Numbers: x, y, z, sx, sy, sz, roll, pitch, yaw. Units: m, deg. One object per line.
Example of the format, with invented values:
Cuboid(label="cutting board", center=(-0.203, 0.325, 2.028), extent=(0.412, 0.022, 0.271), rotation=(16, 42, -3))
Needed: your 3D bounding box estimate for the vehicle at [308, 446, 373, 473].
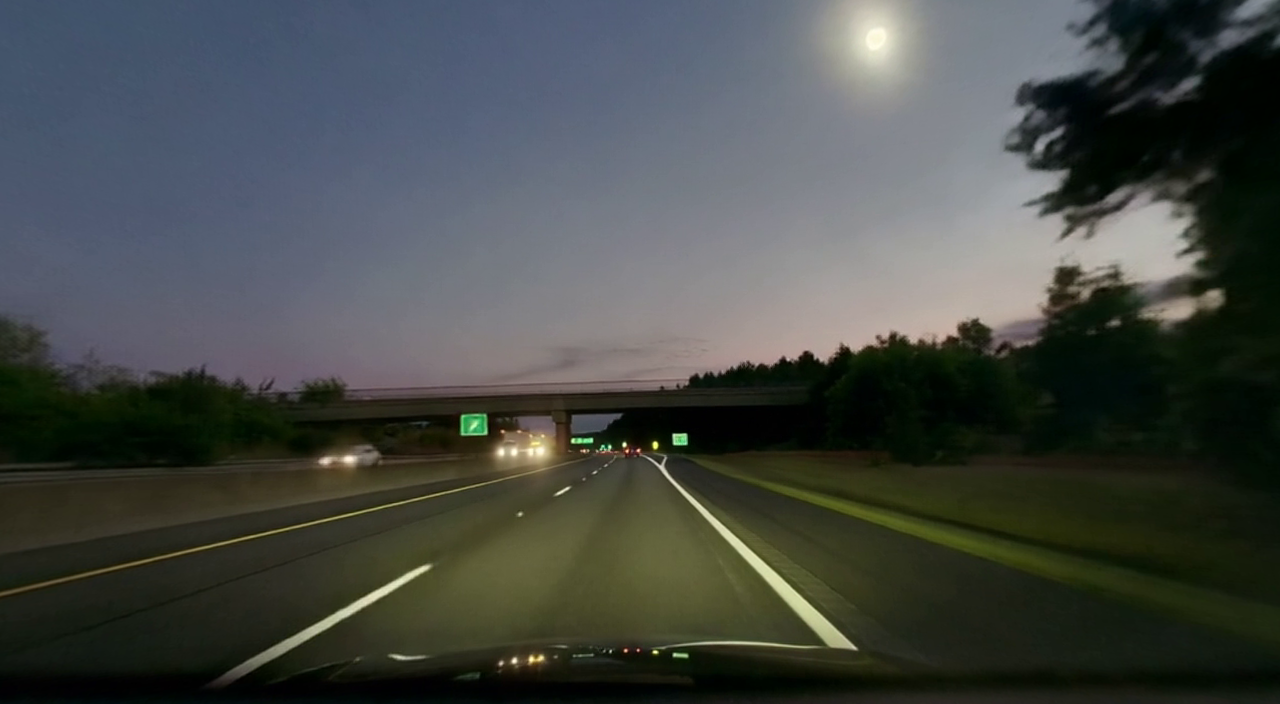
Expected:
Cuboid(label="vehicle", center=(-18.089, 6.489, 38.315), extent=(1.888, 1.549, 4.253), rotation=(0, -9, 0))
